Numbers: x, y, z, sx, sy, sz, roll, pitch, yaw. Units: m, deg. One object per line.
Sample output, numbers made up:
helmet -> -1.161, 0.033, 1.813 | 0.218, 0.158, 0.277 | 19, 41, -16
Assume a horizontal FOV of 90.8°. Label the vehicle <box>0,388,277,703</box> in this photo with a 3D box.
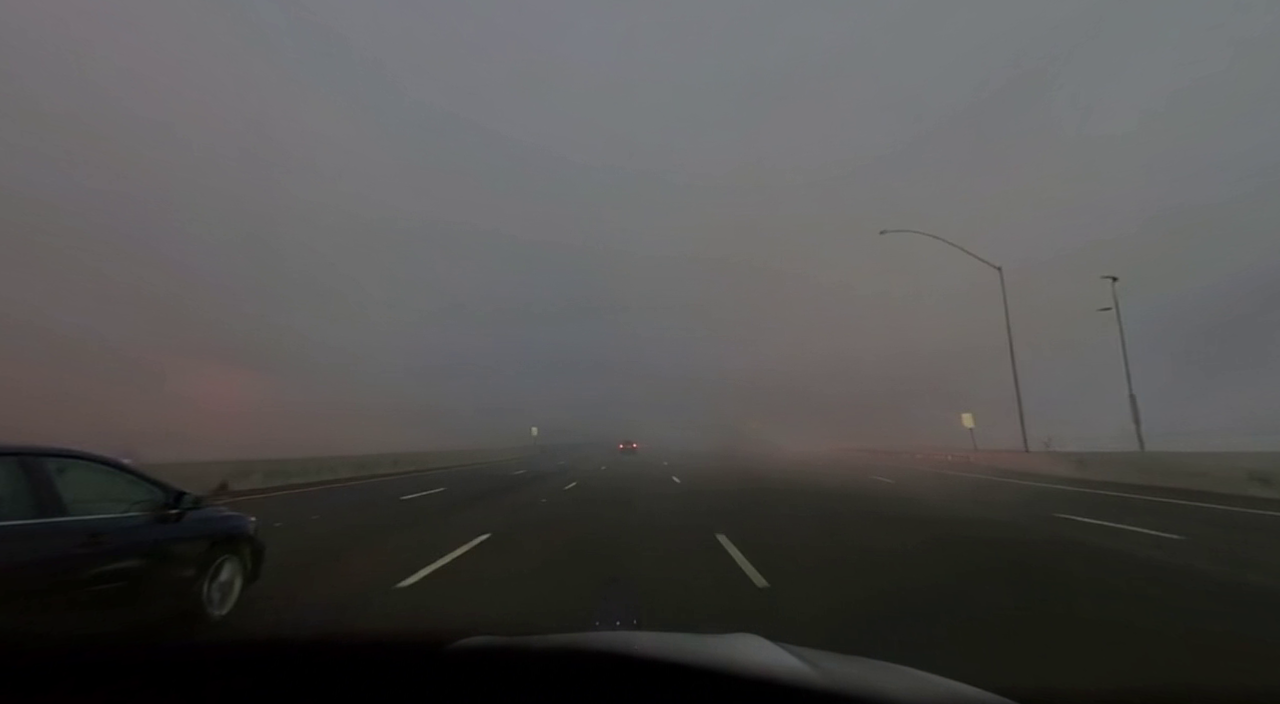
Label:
vehicle -> -3.760, 0.862, 2.201 | 1.984, 1.553, 5.065 | 0, -9, 0
